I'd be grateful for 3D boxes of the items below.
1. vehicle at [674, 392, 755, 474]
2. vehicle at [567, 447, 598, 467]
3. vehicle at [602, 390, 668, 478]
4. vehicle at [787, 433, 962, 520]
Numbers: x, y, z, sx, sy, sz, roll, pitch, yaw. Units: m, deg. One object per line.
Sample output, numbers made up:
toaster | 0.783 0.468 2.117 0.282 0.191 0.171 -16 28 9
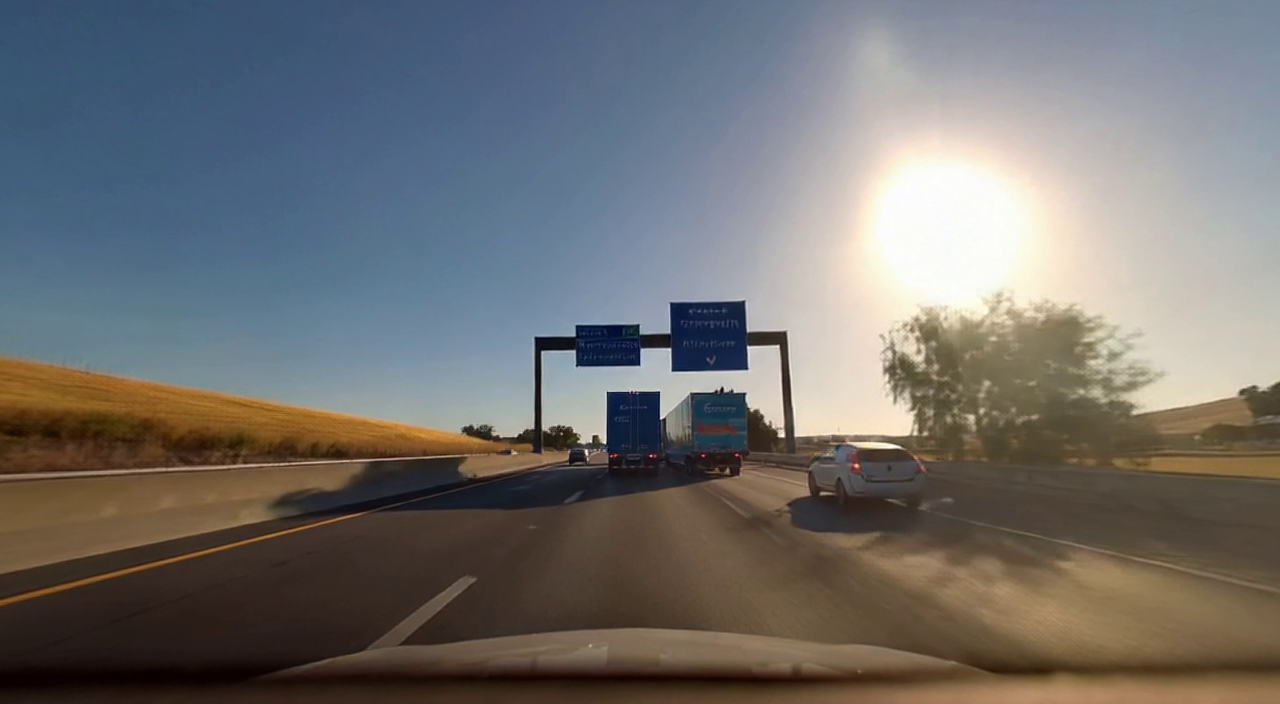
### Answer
vehicle | 4.198 5.236 39.546 3.044 4.128 14.482 0 -9 -1
vehicle | -4.432 8.129 48.992 2.067 1.452 4.085 0 -9 0
vehicle | -0.244 4.292 32.342 2.864 3.805 9.709 0 -9 0
vehicle | 4.735 2.594 13.681 2.086 1.530 4.808 -1 -9 2
